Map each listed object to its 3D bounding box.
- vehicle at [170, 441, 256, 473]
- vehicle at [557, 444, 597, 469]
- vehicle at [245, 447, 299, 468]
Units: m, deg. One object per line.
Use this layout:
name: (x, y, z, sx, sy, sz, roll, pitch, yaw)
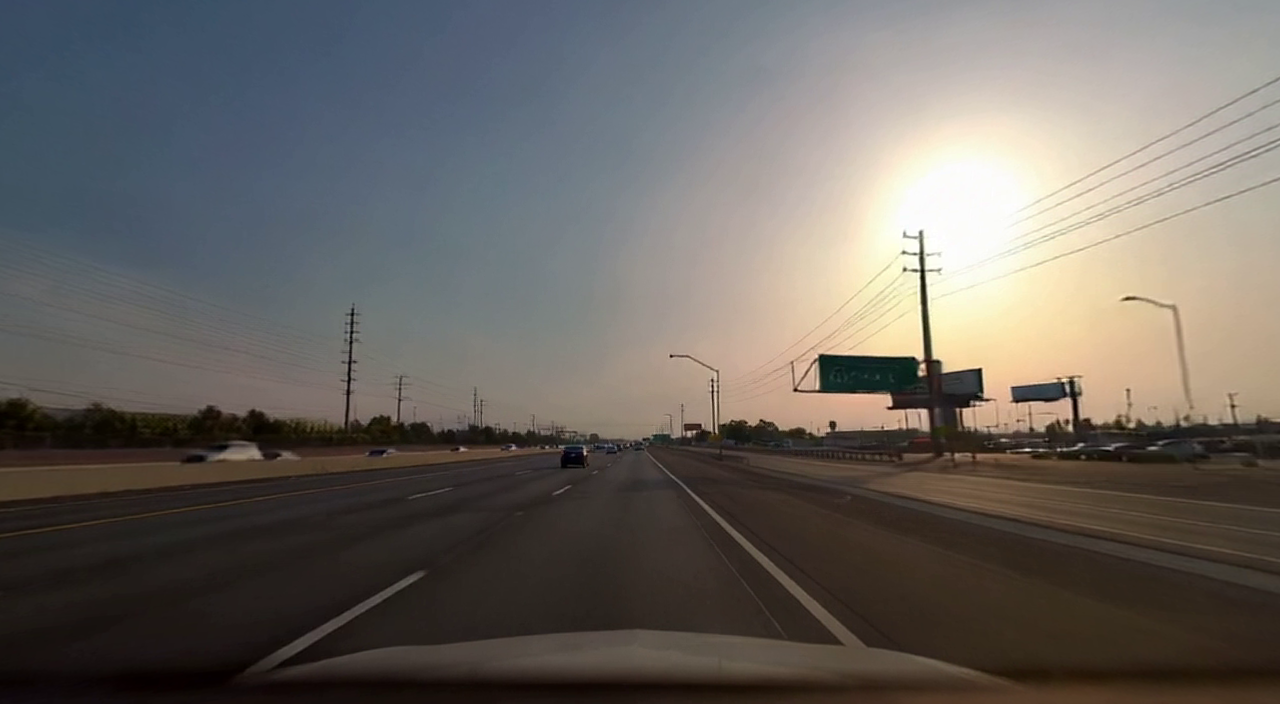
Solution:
vehicle: (-25.445, 6.258, 37.895, 1.857, 1.789, 4.628, 0, -9, 0)
vehicle: (-3.874, 6.471, 39.400, 1.940, 1.479, 4.545, 0, -9, 1)
vehicle: (-28.644, 8.229, 49.304, 1.786, 1.557, 3.981, 0, -9, 1)
